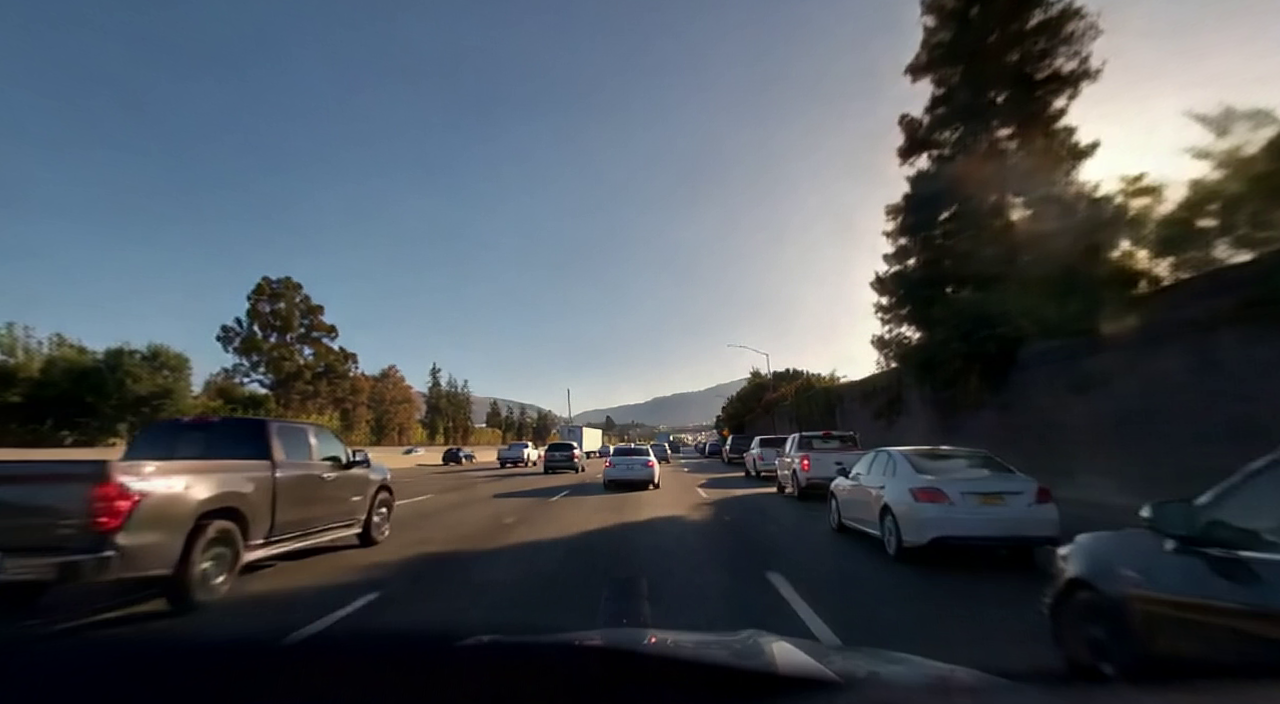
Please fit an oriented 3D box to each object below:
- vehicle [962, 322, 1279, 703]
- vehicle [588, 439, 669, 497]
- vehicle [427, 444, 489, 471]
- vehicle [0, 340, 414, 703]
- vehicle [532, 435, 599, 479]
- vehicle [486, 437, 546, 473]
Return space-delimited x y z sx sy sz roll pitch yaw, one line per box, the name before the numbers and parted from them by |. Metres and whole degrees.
vehicle | 2.743 0.633 1.020 1.964 1.631 4.837 0 -8 1
vehicle | -0.237 3.250 18.136 2.070 1.456 4.029 0 -8 2
vehicle | -10.504 6.110 36.817 1.903 1.460 4.958 -1 -8 4
vehicle | -4.080 1.213 5.437 2.110 1.811 5.585 0 -8 1
vehicle | -3.079 4.467 27.111 2.153 1.726 4.546 -1 -8 3
vehicle | -6.394 5.349 32.936 2.023 1.693 4.386 -1 -8 3
